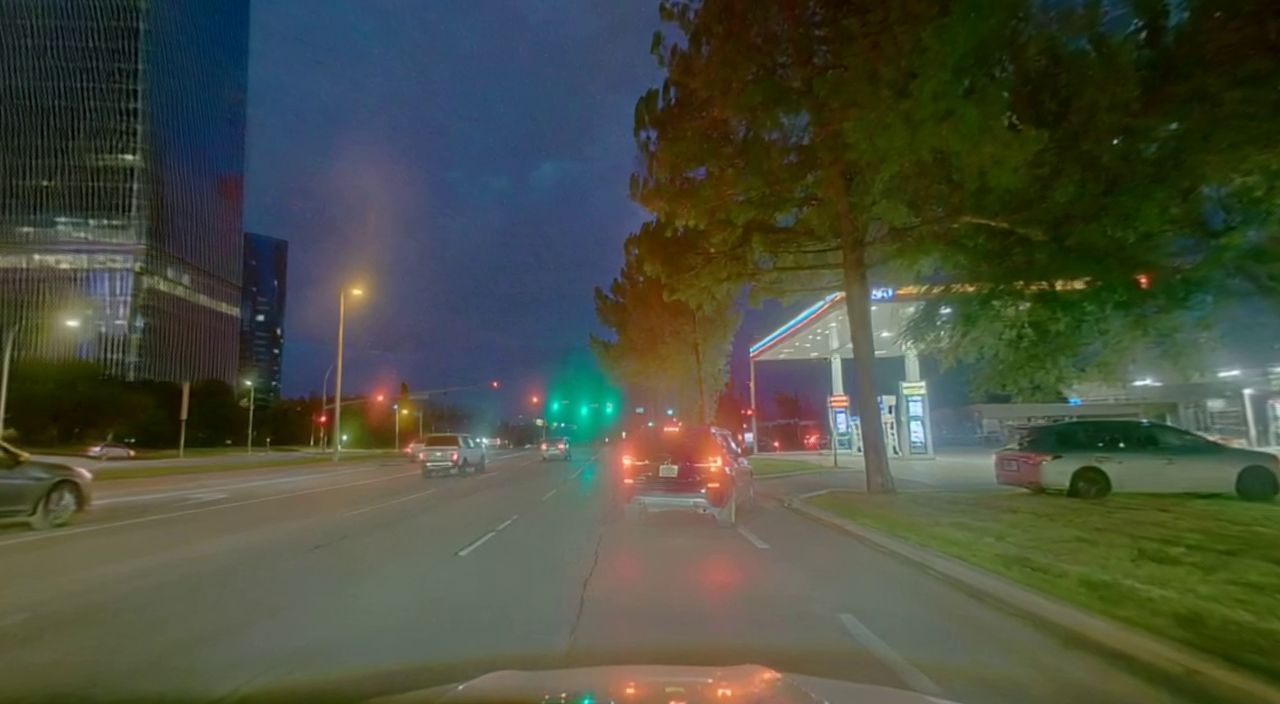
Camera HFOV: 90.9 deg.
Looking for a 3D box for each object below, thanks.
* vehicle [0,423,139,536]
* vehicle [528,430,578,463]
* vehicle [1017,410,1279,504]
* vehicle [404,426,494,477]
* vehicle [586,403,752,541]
[{"bbox_3d":[-9.841,1.766,8.706,1.965,1.541,4.718,0,-8,0],"label":"vehicle"},{"bbox_3d":[-4.615,5.116,34.130,2.081,1.698,4.362,0,-8,-1],"label":"vehicle"},{"bbox_3d":[10.257,1.957,11.665,5.052,1.482,2.266,1,-10,3],"label":"vehicle"},{"bbox_3d":[-6.829,3.626,23.062,2.018,1.658,4.391,0,-8,-1],"label":"vehicle"},{"bbox_3d":[0.701,1.896,10.561,2.169,1.751,4.613,-1,-9,8],"label":"vehicle"}]
